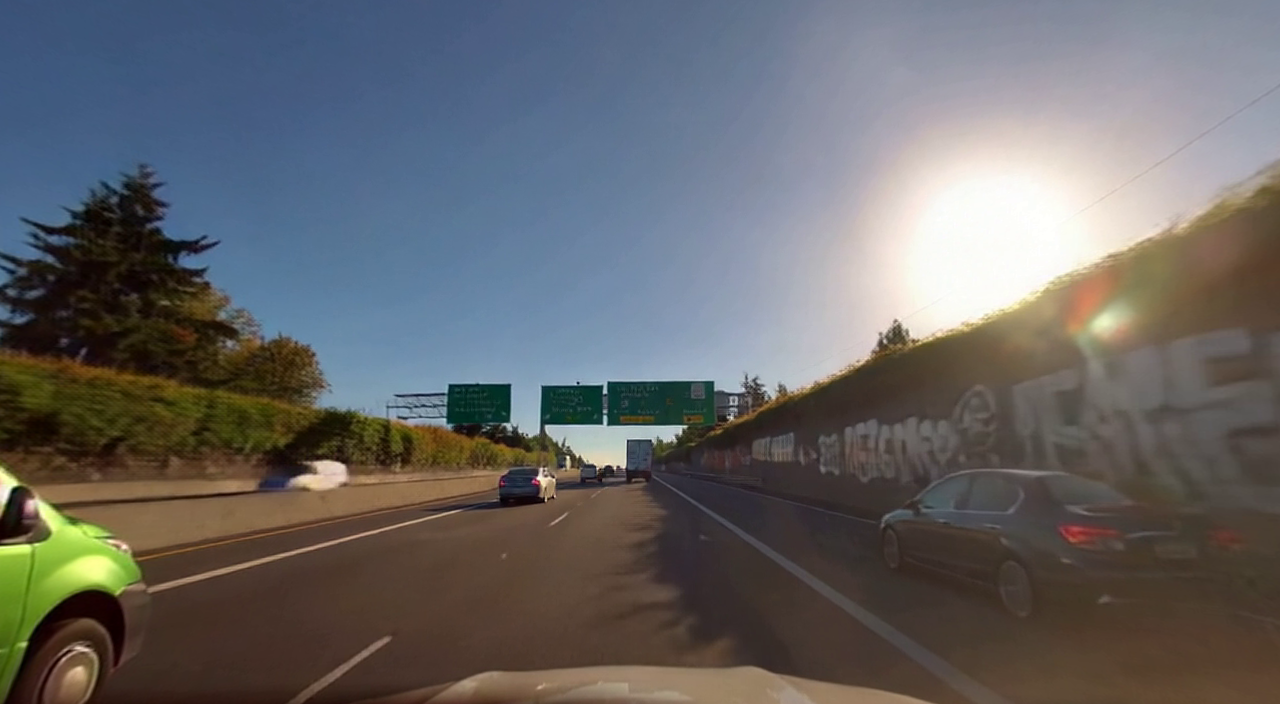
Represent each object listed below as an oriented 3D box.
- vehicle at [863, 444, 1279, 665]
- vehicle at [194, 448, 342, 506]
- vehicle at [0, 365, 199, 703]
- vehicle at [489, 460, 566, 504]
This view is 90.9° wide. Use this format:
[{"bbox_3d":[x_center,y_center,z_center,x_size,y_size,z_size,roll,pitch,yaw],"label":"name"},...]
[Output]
[{"bbox_3d":[4.039,1.764,6.433,1.917,1.458,4.199,1,-10,-1],"label":"vehicle"},{"bbox_3d":[-12.859,4.389,22.279,2.152,1.779,4.964,1,-10,0],"label":"vehicle"},{"bbox_3d":[-3.386,0.618,1.050,2.004,1.610,4.508,1,-10,0],"label":"vehicle"},{"bbox_3d":[-4.028,4.760,23.324,2.054,1.443,4.131,1,-10,0],"label":"vehicle"}]
